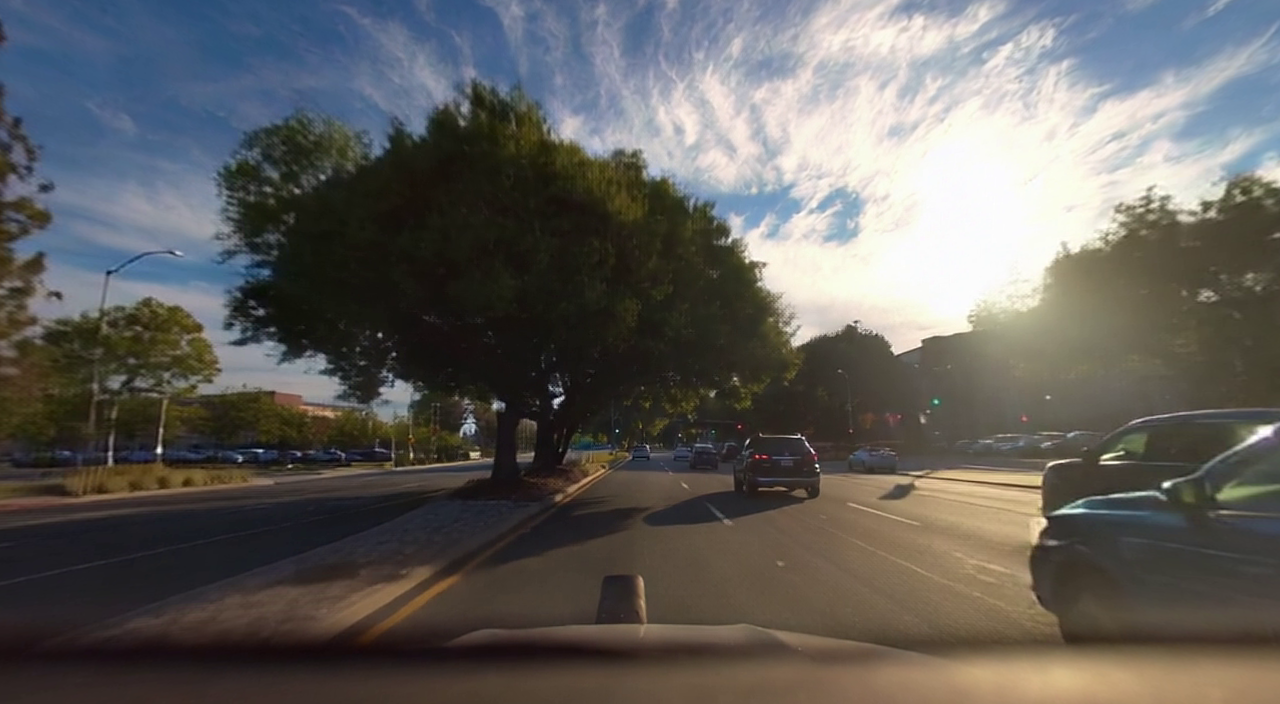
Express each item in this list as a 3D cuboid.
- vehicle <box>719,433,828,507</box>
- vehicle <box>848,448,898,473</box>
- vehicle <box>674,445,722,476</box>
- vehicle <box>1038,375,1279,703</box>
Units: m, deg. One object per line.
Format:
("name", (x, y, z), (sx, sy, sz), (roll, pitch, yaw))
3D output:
("vehicle", (3.365, 3.049, 16.763), (2.075, 1.698, 4.142), (0, -8, 1))
("vehicle", (15.624, 7.273, 42.407), (1.815, 1.493, 4.135), (0, -8, 0))
("vehicle", (2.911, 5.538, 32.418), (1.980, 1.484, 4.093), (0, -8, -1))
("vehicle", (3.173, 0.675, 0.900), (1.932, 1.547, 4.992), (0, -8, 0))
